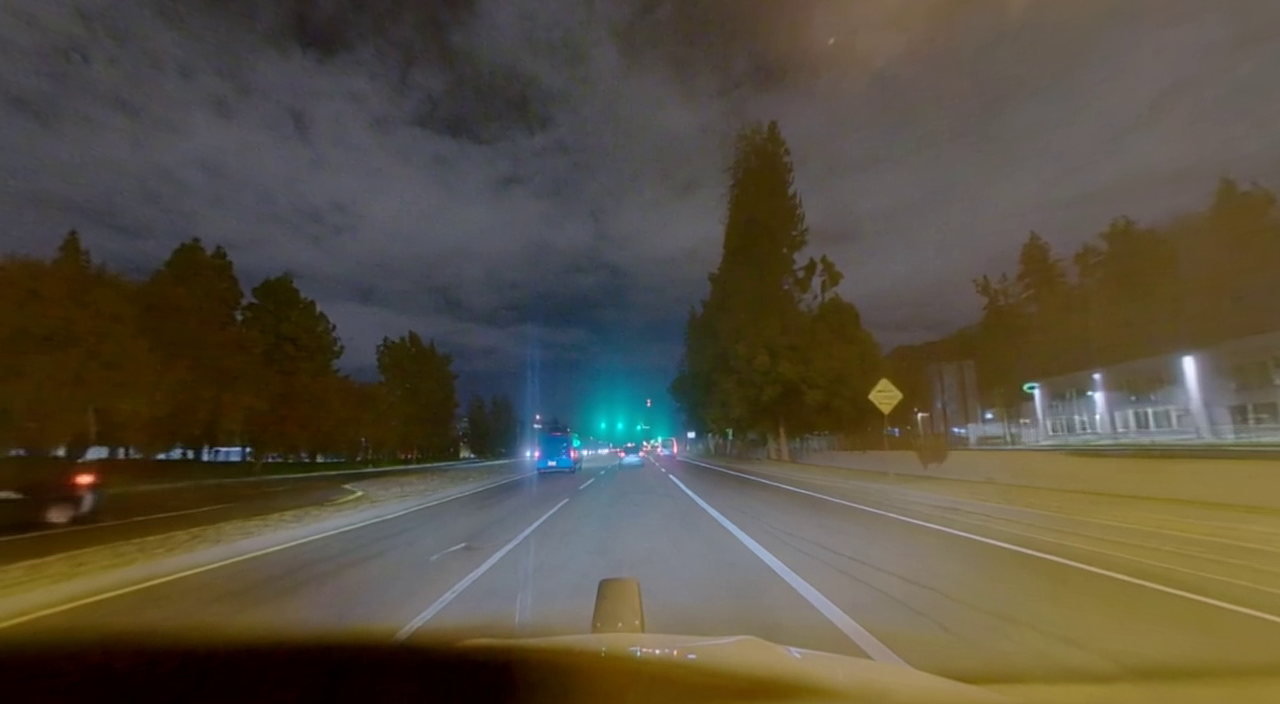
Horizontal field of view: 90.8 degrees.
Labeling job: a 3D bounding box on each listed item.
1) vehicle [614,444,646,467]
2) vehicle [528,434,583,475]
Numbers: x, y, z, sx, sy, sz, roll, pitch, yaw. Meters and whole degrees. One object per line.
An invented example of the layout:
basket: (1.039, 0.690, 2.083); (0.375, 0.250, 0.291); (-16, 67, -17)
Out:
vehicle: (-0.712, 7.060, 43.168); (2.039, 1.455, 3.826); (0, -8, -1)
vehicle: (-4.076, 5.052, 31.367); (2.075, 1.863, 4.744); (0, -8, 0)
